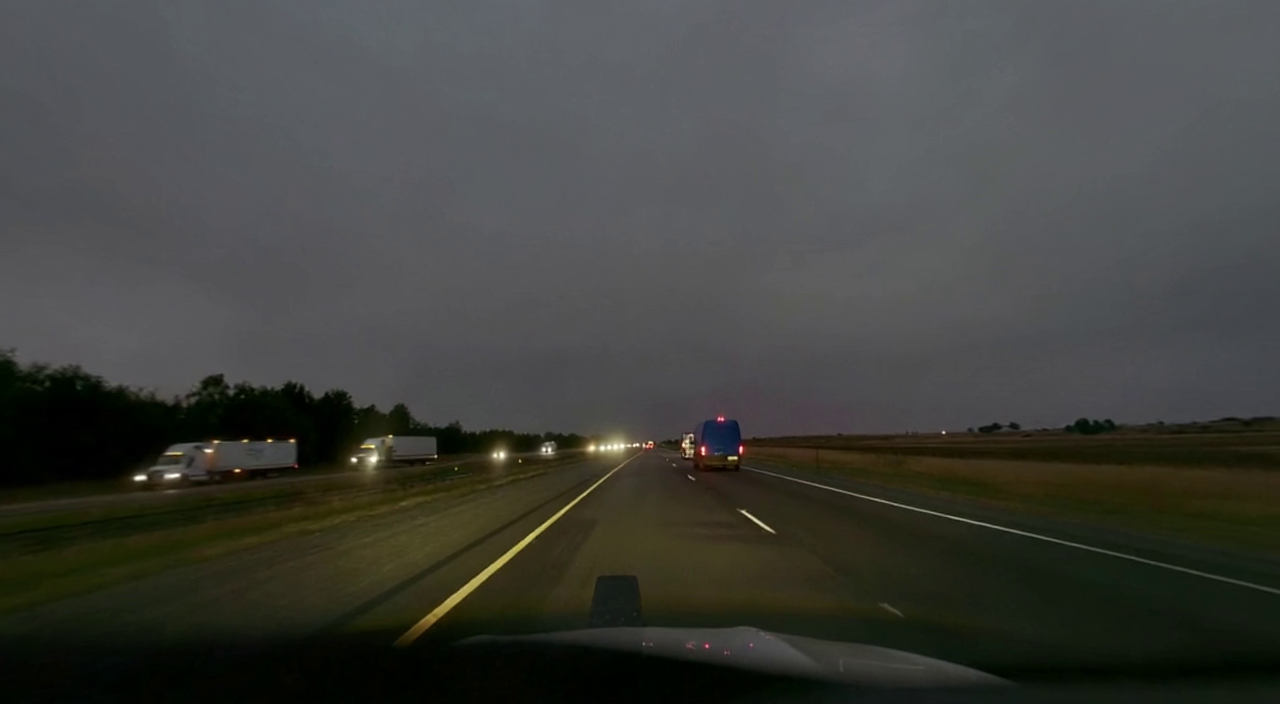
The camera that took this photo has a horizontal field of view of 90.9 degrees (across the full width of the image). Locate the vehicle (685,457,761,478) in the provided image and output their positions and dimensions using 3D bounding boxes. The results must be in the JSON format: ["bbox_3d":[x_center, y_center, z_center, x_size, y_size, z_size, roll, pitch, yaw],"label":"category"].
[{"bbox_3d":[3.910,5.645,31.116,2.702,0.824,6.391,0,-8,-2],"label":"vehicle"}]

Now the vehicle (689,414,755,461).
[{"bbox_3d":[3.879,4.300,31.057,2.444,2.053,5.616,-1,-9,0],"label":"vehicle"}]

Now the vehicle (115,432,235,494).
[{"bbox_3d":[-32.766,7.789,44.884,3.025,3.975,6.964,0,-8,0],"label":"vehicle"}]
